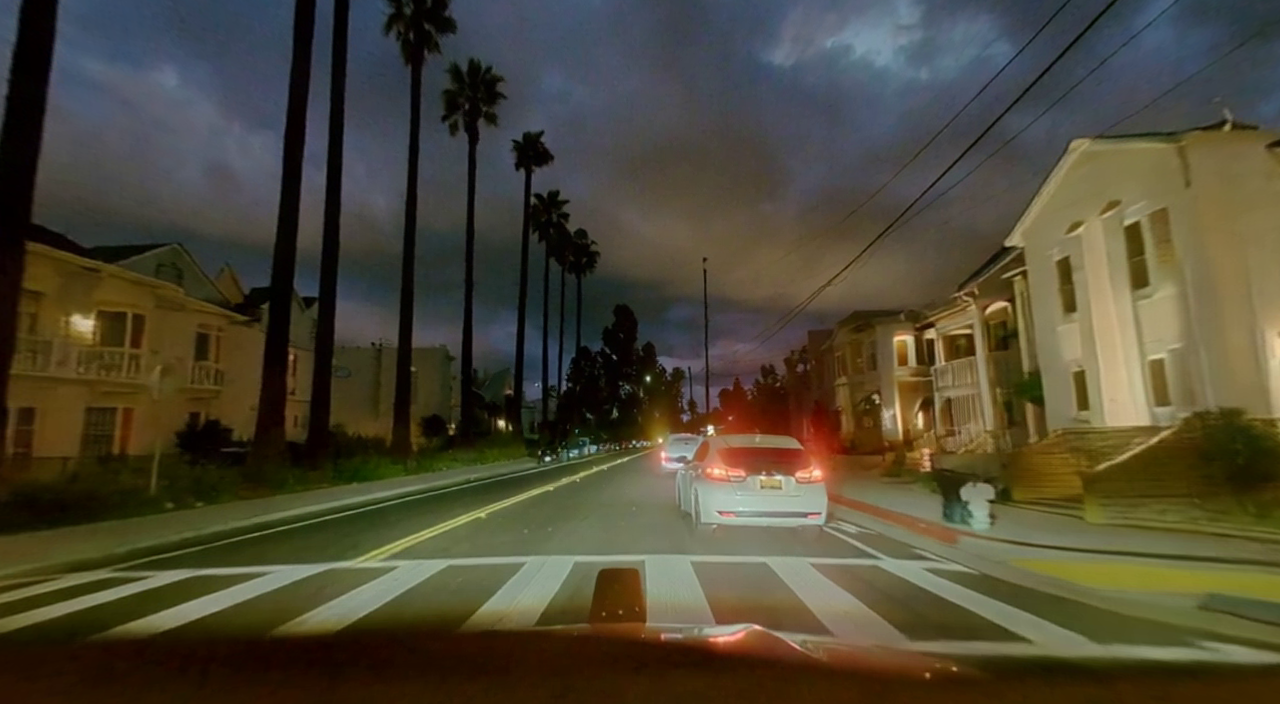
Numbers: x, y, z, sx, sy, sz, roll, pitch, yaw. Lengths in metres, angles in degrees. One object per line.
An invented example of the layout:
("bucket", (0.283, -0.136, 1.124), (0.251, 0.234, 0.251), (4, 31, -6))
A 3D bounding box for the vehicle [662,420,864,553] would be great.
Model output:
("vehicle", (1.537, 1.938, 9.806), (2.096, 1.552, 4.519), (1, -9, -2))

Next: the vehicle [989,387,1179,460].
("vehicle", (17.677, 2.881, 25.416), (5.880, 2.540, 2.003), (-3, -6, 2))
